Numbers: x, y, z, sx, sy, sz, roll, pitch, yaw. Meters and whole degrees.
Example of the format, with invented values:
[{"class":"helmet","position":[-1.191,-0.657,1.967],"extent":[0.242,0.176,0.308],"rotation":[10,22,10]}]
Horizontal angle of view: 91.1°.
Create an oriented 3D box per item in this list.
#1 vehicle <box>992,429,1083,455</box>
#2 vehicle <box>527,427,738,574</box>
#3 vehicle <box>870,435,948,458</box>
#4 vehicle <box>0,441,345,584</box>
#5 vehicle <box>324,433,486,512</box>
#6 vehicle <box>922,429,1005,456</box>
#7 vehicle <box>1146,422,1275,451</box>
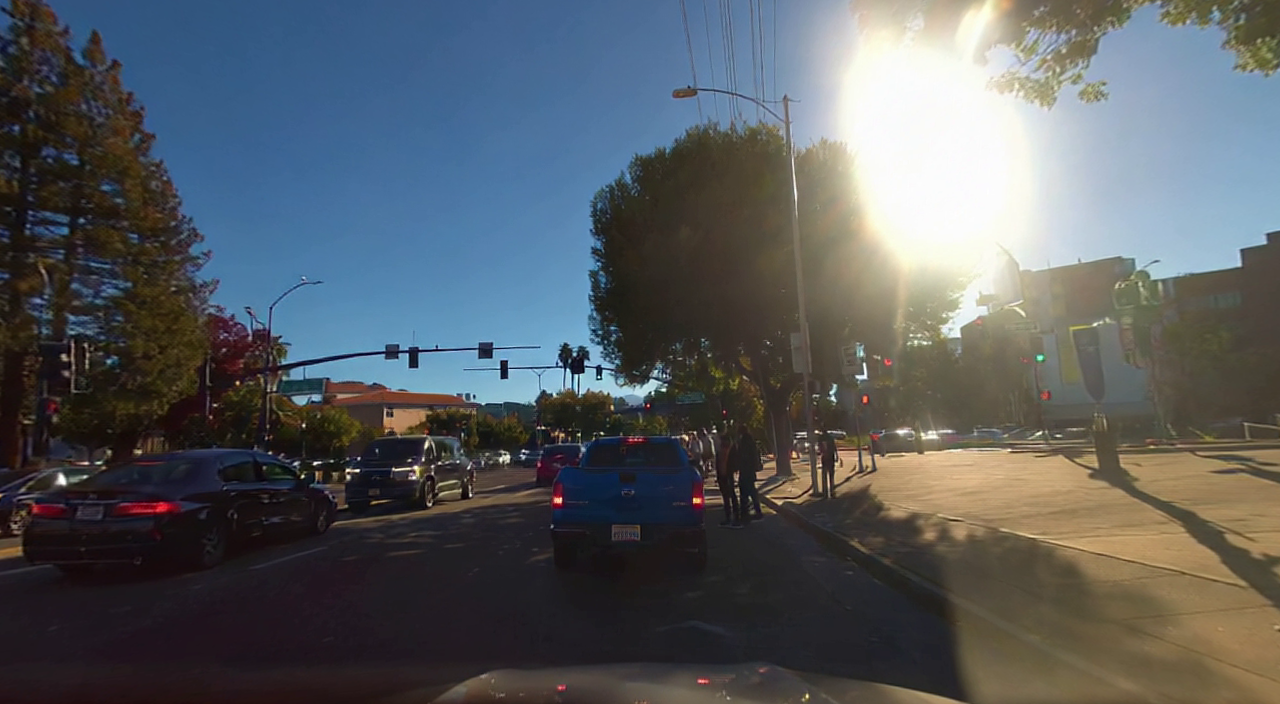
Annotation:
[{"class":"vehicle","position":[23.792,5.437,37.748],"extent":[4.454,1.440,1.816],"rotation":[-5,-10,30]},{"class":"vehicle","position":[-0.051,1.862,8.673],"extent":[2.182,1.501,4.150],"rotation":[0,-9,1]},{"class":"vehicle","position":[17.575,6.193,41.094],"extent":[4.441,1.452,1.798],"rotation":[-5,-10,30]},{"class":"vehicle","position":[-6.342,2.068,9.024],"extent":[1.948,1.530,4.283],"rotation":[0,-9,3]},{"class":"vehicle","position":[-6.164,3.227,17.383],"extent":[2.230,1.811,5.183],"rotation":[-1,-9,3]},{"class":"vehicle","position":[21.968,6.188,42.711],"extent":[4.814,1.700,1.895],"rotation":[-5,-10,30]},{"class":"vehicle","position":[30.527,4.591,33.804],"extent":[4.739,1.472,1.804],"rotation":[-5,-10,29]}]
